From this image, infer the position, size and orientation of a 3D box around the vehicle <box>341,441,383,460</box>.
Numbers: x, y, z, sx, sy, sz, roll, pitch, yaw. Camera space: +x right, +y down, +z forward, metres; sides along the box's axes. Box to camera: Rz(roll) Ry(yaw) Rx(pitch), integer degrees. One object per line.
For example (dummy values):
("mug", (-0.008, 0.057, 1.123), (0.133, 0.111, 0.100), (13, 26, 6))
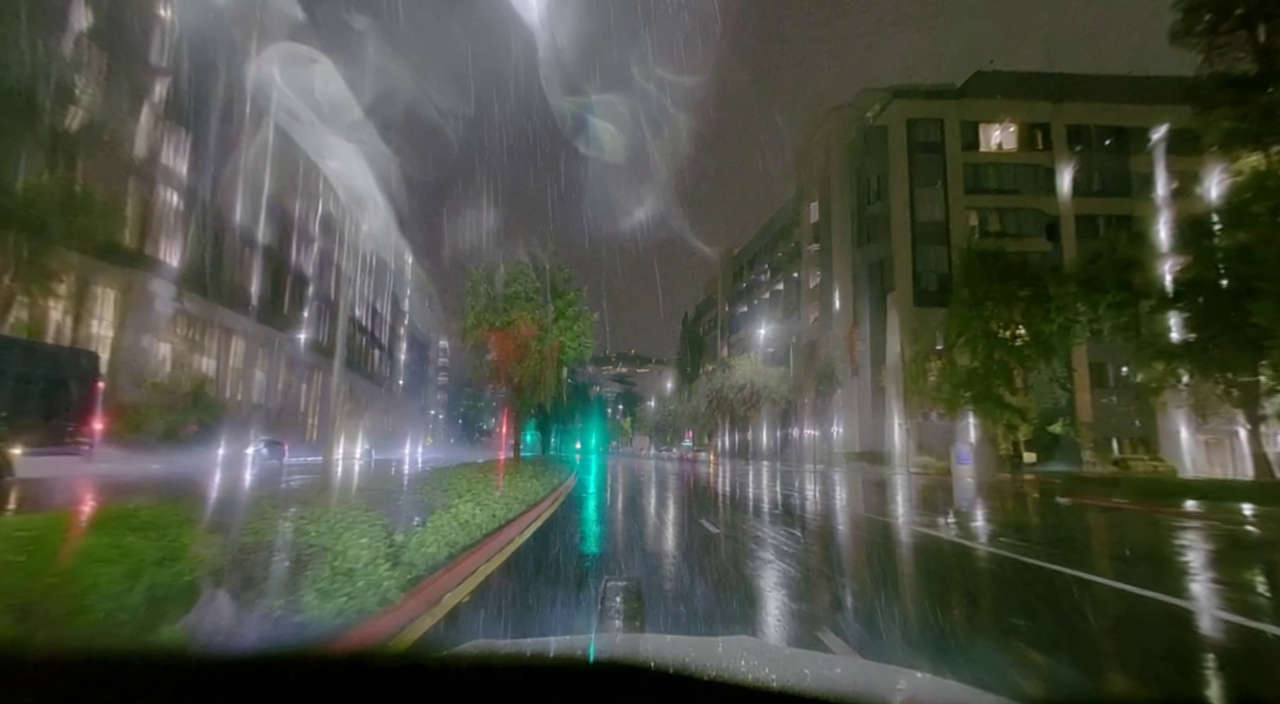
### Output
("vehicle", (-21.557, 7.638, 49.109), (1.822, 1.453, 4.053), (1, -9, -7))

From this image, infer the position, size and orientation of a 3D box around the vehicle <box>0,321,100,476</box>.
("vehicle", (-18.489, 0.411, 11.354), (2.942, 4.135, 17.400), (0, -9, -2))

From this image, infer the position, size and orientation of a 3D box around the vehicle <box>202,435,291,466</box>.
("vehicle", (-19.750, 4.974, 31.979), (1.828, 1.445, 4.613), (1, -9, -4))
